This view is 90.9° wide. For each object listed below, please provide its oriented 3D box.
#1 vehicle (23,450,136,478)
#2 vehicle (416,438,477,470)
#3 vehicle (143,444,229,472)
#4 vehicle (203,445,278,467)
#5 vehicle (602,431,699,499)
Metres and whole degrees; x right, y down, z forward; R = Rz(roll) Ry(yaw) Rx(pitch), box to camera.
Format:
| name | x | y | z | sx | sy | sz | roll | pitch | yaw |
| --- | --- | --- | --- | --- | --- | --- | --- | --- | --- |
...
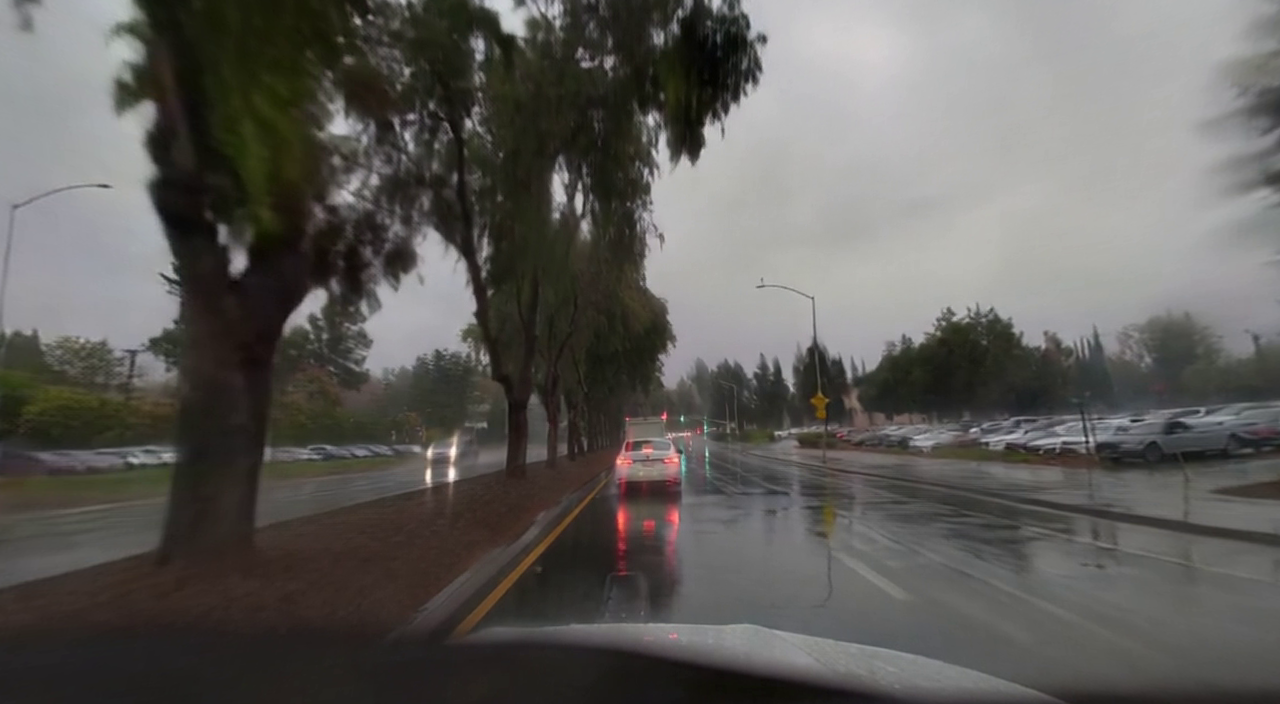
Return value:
| name | x | y | z | sx | sy | sz | roll | pitch | yaw |
| --- | --- | --- | --- | --- | --- | --- | --- | --- | --- |
| vehicle | -30.532 | 6.075 | 34.423 | 4.356 | 1.444 | 1.819 | 0 | -8 | -1 |
| vehicle | -11.408 | 6.010 | 37.541 | 2.066 | 1.753 | 4.559 | -1 | -8 | 2 |
| vehicle | -30.241 | 7.035 | 42.073 | 4.266 | 1.600 | 1.877 | -3 | -8 | -2 |
| vehicle | -29.961 | 7.790 | 47.327 | 4.342 | 1.621 | 1.967 | -1 | -8 | 5 |
| vehicle | 0.184 | 2.740 | 15.721 | 2.093 | 1.442 | 3.977 | 0 | -8 | -1 |
